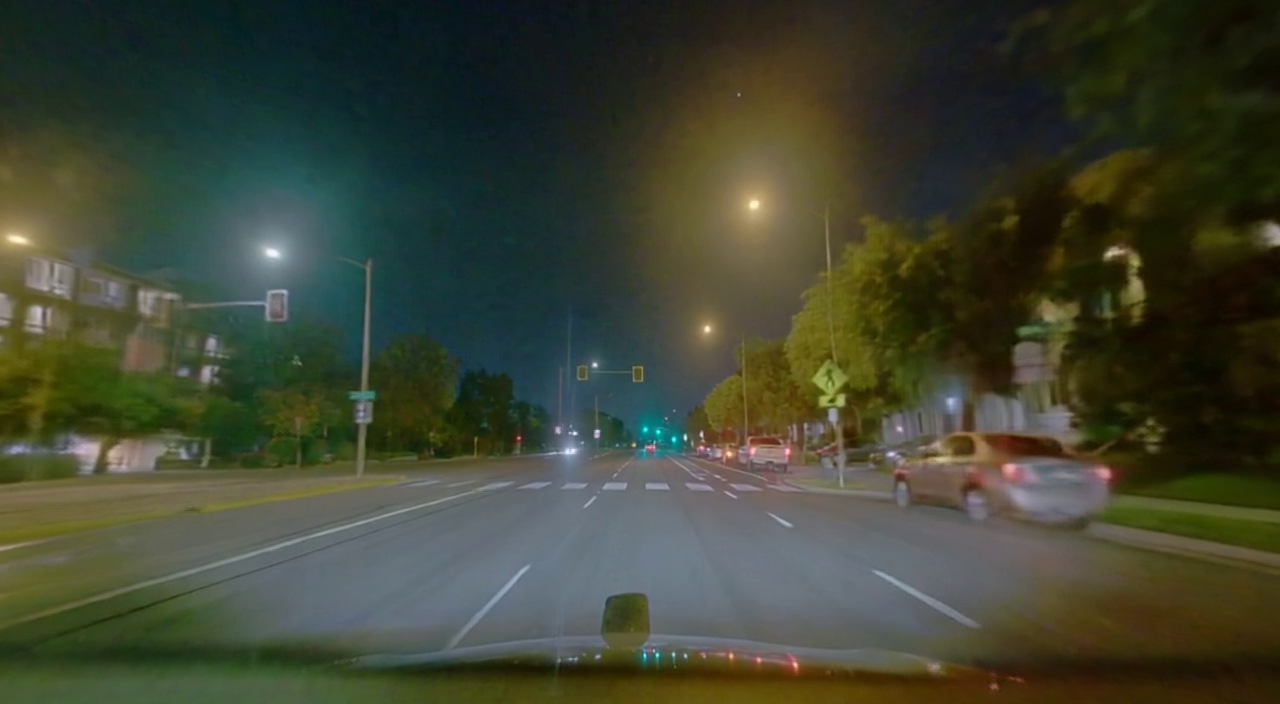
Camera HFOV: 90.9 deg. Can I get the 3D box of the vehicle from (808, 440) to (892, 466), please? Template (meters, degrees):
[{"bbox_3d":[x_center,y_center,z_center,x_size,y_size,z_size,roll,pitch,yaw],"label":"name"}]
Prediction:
[{"bbox_3d":[12.362,5.945,37.099,4.452,1.459,2.001,-4,-9,23],"label":"vehicle"}]

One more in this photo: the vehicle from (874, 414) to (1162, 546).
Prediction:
[{"bbox_3d":[6.041,2.103,11.015,2.094,1.766,4.792,0,-9,1],"label":"vehicle"}]

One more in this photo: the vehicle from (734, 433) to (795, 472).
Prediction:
[{"bbox_3d":[6.549,5.362,33.786,2.293,1.942,5.004,0,-9,1],"label":"vehicle"}]
